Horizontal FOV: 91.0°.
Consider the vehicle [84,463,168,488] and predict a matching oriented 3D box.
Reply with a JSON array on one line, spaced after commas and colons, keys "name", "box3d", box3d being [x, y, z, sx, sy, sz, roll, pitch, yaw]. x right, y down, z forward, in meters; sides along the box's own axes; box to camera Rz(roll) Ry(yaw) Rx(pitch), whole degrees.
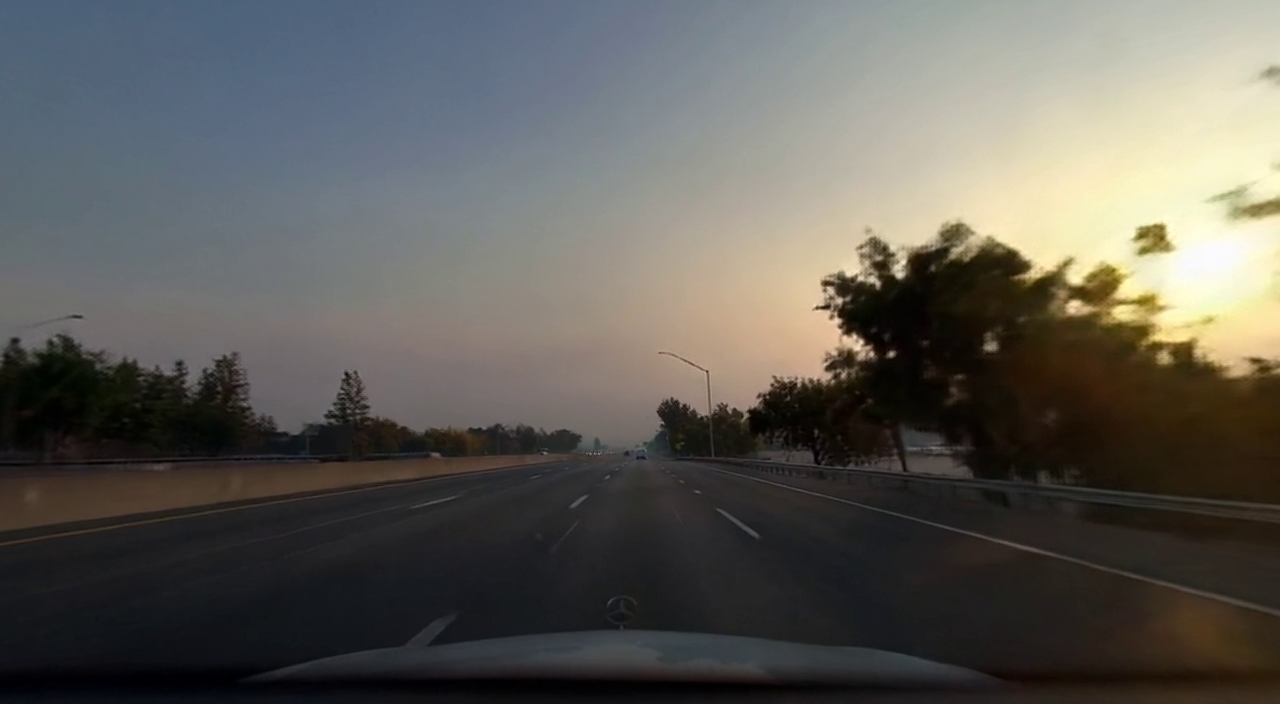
[{"name": "vehicle", "box3d": [-35.679, 8.570, 43.879, 1.868, 1.518, 4.645, 0, -9, 1]}]
